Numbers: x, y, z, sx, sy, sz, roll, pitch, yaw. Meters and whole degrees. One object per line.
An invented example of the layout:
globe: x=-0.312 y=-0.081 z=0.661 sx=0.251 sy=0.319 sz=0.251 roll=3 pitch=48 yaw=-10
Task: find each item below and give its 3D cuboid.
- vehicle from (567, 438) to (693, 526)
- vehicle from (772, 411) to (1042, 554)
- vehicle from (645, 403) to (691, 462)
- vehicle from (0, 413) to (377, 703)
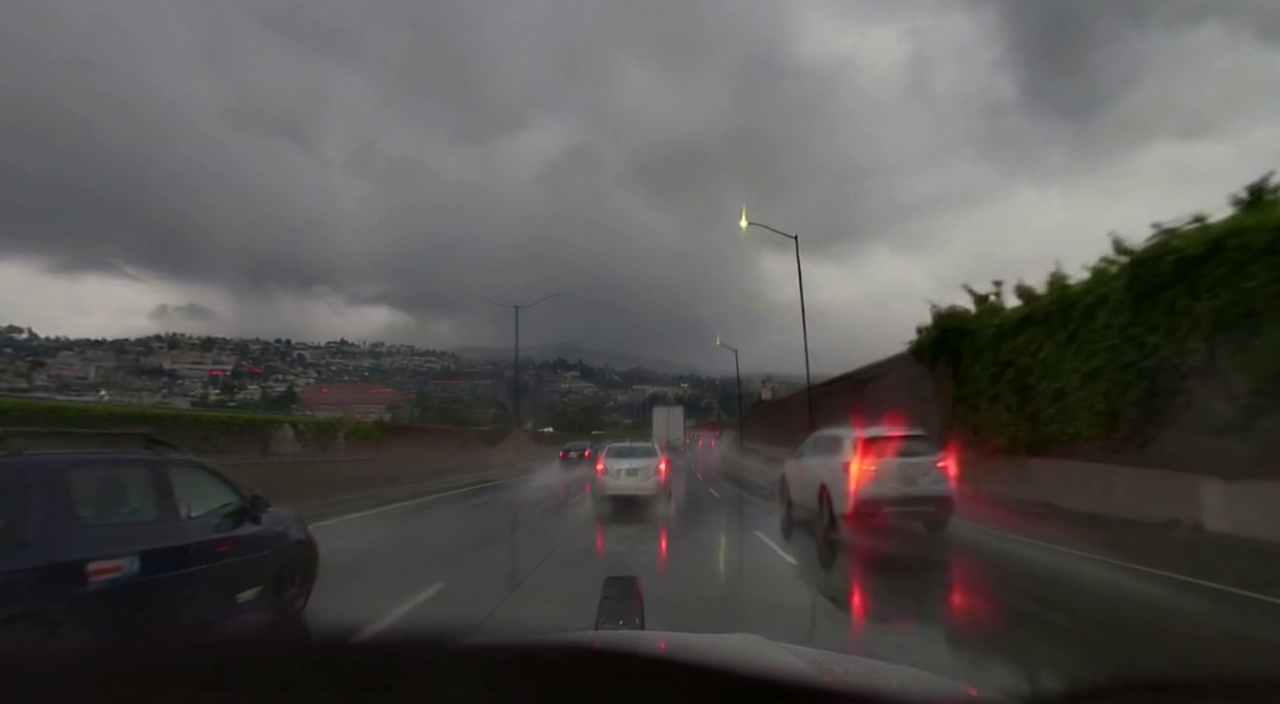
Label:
vehicle: x=-0.145 y=2.520 z=12.785 sx=2.136 sy=1.470 sz=3.971 roll=-1 pitch=-9 yaw=1
vehicle: x=3.647 y=1.901 z=9.844 sx=2.166 sy=1.666 sz=4.618 roll=0 pitch=-9 yaw=0
vehicle: x=2.379 y=6.486 z=49.963 sx=2.990 sy=4.072 sz=10.706 roll=-1 pitch=-9 yaw=5
vehicle: x=-3.731 y=1.163 z=3.676 sx=2.130 sy=1.474 sz=5.027 roll=-1 pitch=-9 yaw=1
